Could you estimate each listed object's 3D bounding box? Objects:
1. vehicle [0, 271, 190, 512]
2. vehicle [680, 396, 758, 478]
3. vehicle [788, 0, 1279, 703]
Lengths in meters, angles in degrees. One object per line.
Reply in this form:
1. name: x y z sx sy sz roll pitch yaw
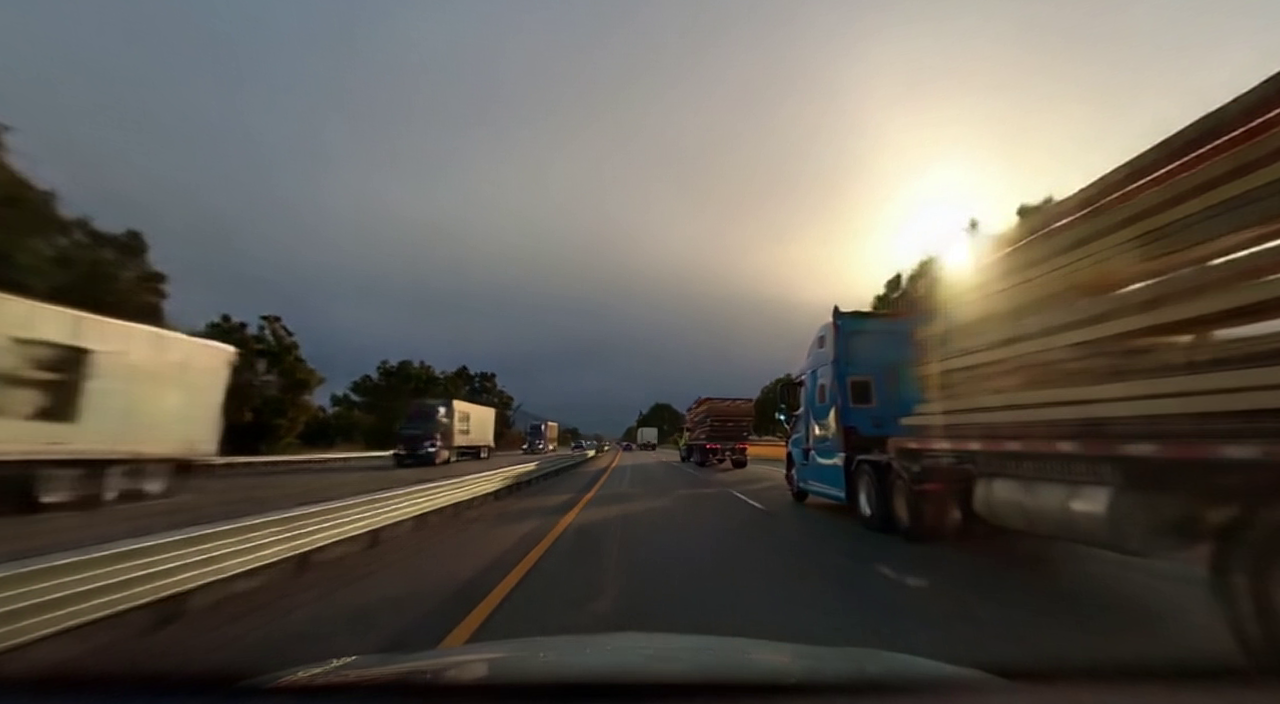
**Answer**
1. vehicle: -12.248 0.268 7.956 2.969 4.021 13.849 0 -9 -1
2. vehicle: 4.468 5.400 39.543 3.023 4.054 16.882 0 -8 1
3. vehicle: 4.724 0.157 5.213 3.024 4.065 13.796 -1 -8 -2
